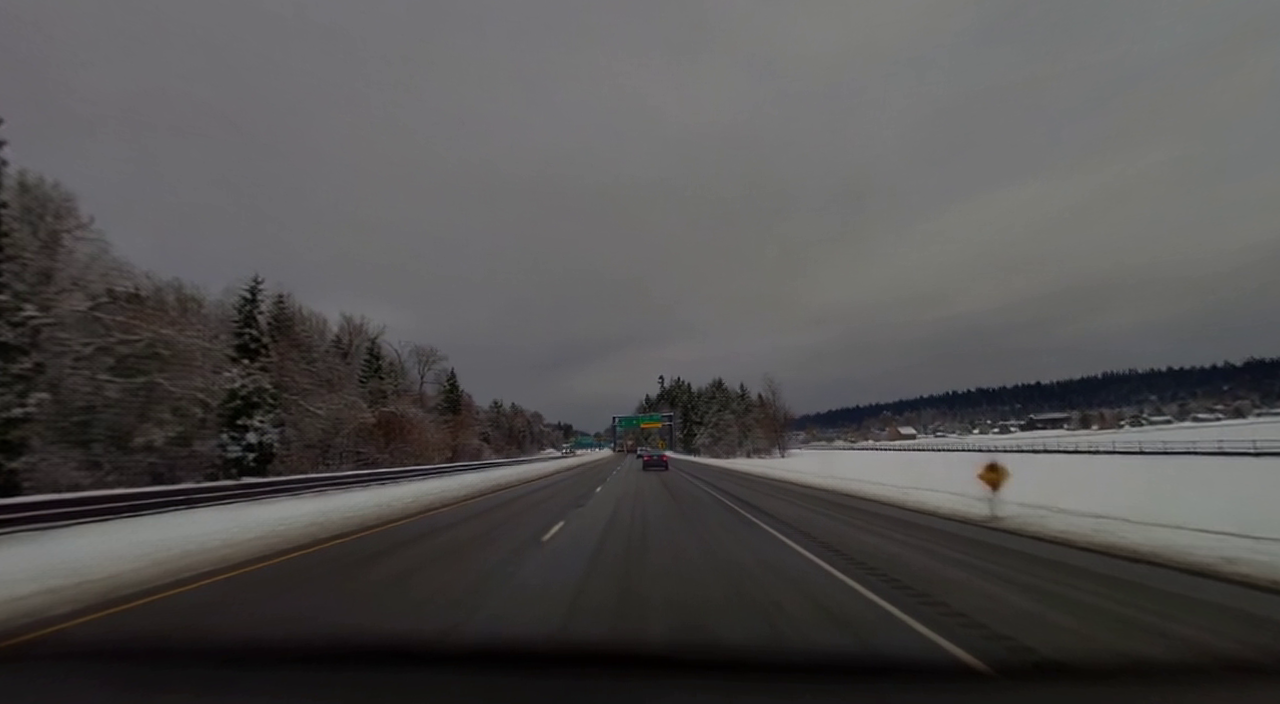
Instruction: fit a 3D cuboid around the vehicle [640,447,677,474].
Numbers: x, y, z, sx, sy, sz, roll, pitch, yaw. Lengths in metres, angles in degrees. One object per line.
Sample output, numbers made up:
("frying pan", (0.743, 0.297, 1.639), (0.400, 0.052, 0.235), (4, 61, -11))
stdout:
("vehicle", (1.071, 6.411, 37.400), (2.036, 1.457, 3.471), (0, -9, -1))
